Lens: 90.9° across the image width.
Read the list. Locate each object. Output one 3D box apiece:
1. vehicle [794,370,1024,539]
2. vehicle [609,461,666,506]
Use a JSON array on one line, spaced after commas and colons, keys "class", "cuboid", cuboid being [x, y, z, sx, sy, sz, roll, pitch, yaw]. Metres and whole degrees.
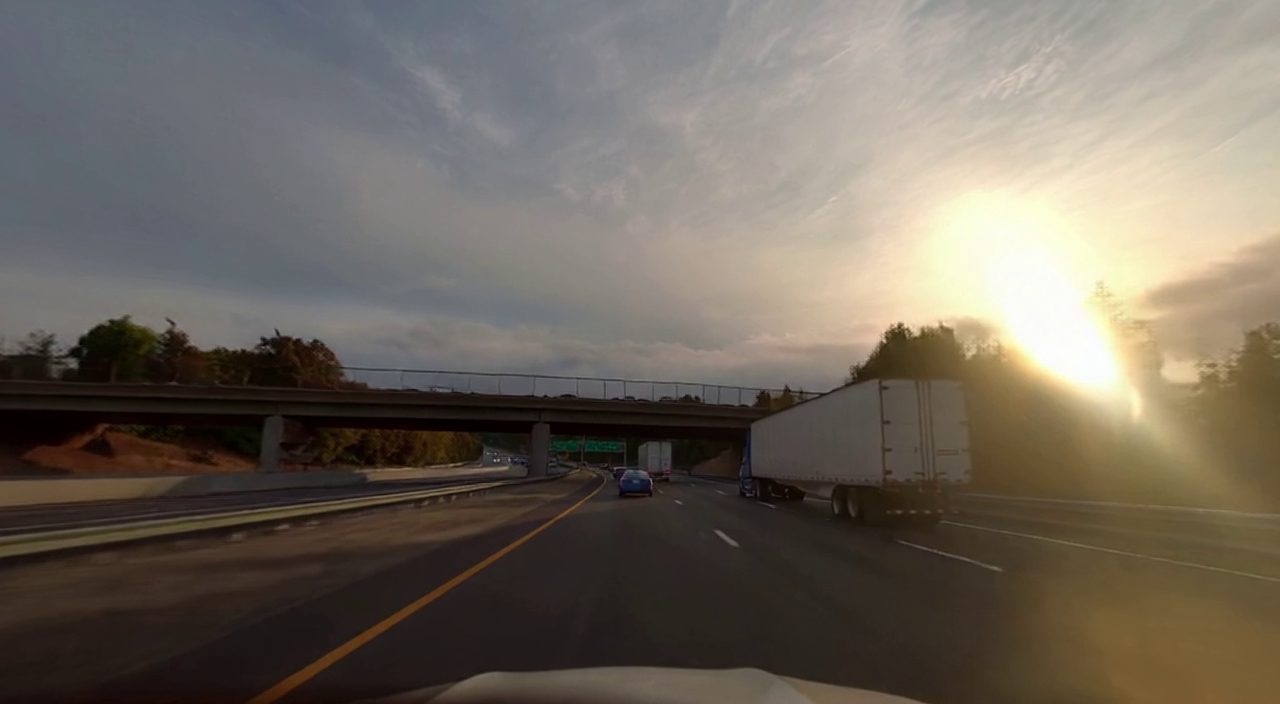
[{"class": "vehicle", "cuboid": [6.922, 2.984, 18.032, 2.839, 3.684, 8.091, 1, -11, -1]}, {"class": "vehicle", "cuboid": [-0.094, 5.116, 24.704, 2.067, 1.552, 3.601, 1, -11, -1]}]
